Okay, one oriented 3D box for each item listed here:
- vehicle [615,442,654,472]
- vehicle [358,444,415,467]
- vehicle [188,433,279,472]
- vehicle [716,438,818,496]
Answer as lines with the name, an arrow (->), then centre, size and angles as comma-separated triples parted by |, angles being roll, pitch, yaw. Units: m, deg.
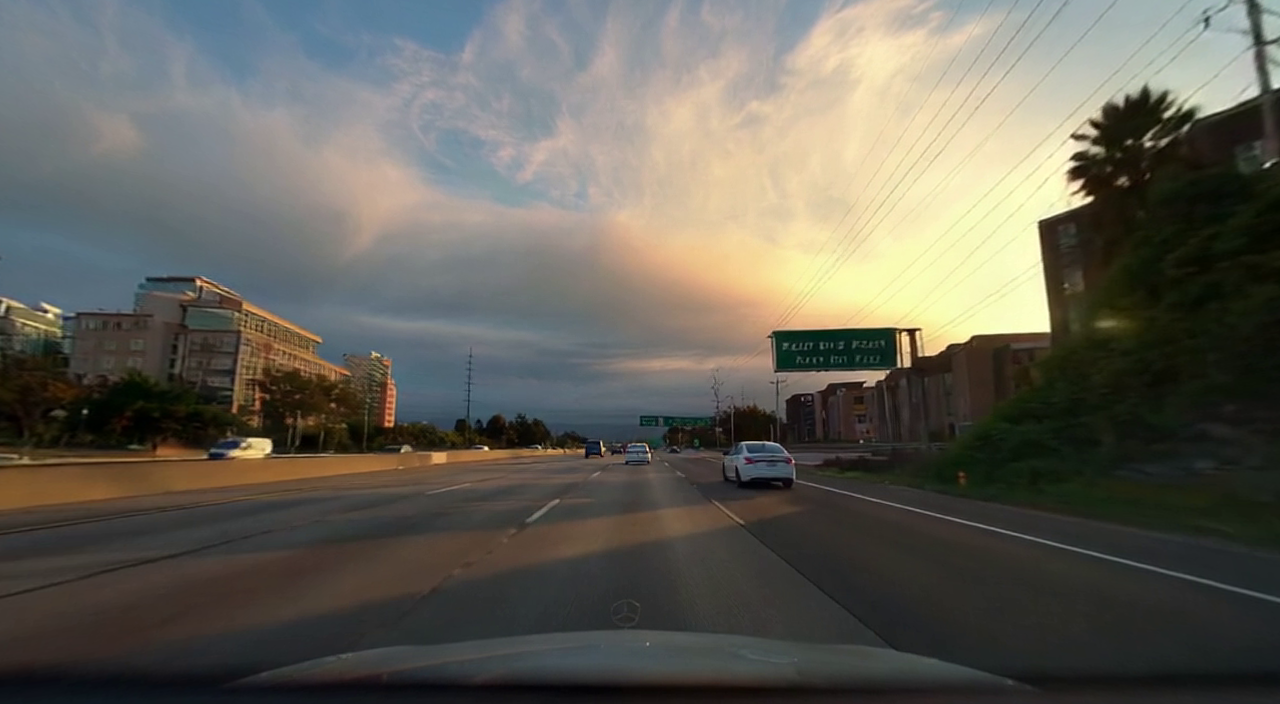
vehicle -> -0.317, 5.637, 34.062 | 2.019, 1.472, 3.971 | 0, -8, -1
vehicle -> -16.679, 6.815, 41.640 | 1.968, 1.465, 4.284 | 0, -8, 1
vehicle -> -27.876, 6.909, 43.464 | 2.253, 2.447, 5.940 | 0, -8, 1
vehicle -> 3.655, 3.377, 18.980 | 1.995, 1.533, 4.463 | 0, -8, -2
